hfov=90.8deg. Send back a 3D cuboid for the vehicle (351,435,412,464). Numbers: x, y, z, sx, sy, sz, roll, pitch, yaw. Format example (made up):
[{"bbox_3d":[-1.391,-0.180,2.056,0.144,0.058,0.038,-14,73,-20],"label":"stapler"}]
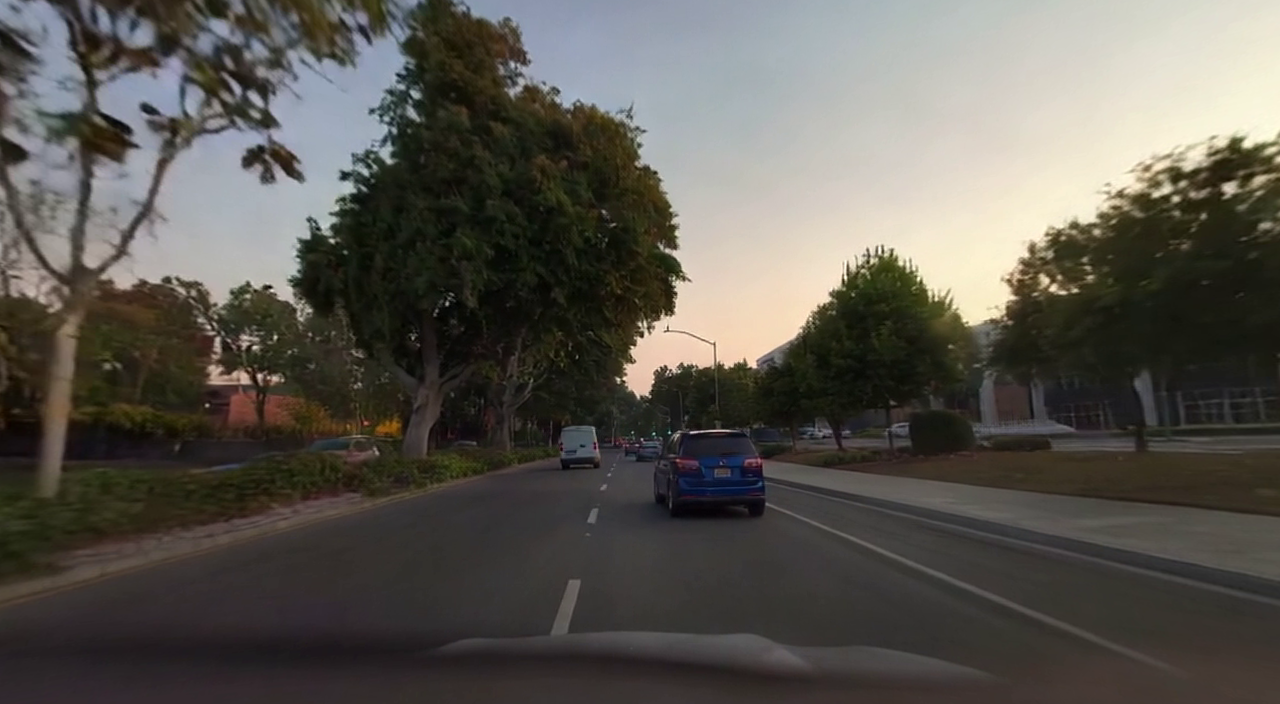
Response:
[{"bbox_3d":[-15.741,5.995,38.805,2.184,1.659,4.571,1,-8,-5],"label":"vehicle"}]

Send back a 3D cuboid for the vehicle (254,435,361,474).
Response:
[{"bbox_3d":[-13.167,4.077,25.415,1.841,1.407,4.736,0,-8,-1],"label":"vehicle"}]

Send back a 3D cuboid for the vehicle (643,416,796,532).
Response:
[{"bbox_3d":[1.176,2.087,11.344,1.965,1.671,4.146,1,-8,-3],"label":"vehicle"}]

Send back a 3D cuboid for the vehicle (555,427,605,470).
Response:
[{"bbox_3d":[-3.010,4.983,32.668,2.228,2.054,4.309,0,-8,-2],"label":"vehicle"}]
